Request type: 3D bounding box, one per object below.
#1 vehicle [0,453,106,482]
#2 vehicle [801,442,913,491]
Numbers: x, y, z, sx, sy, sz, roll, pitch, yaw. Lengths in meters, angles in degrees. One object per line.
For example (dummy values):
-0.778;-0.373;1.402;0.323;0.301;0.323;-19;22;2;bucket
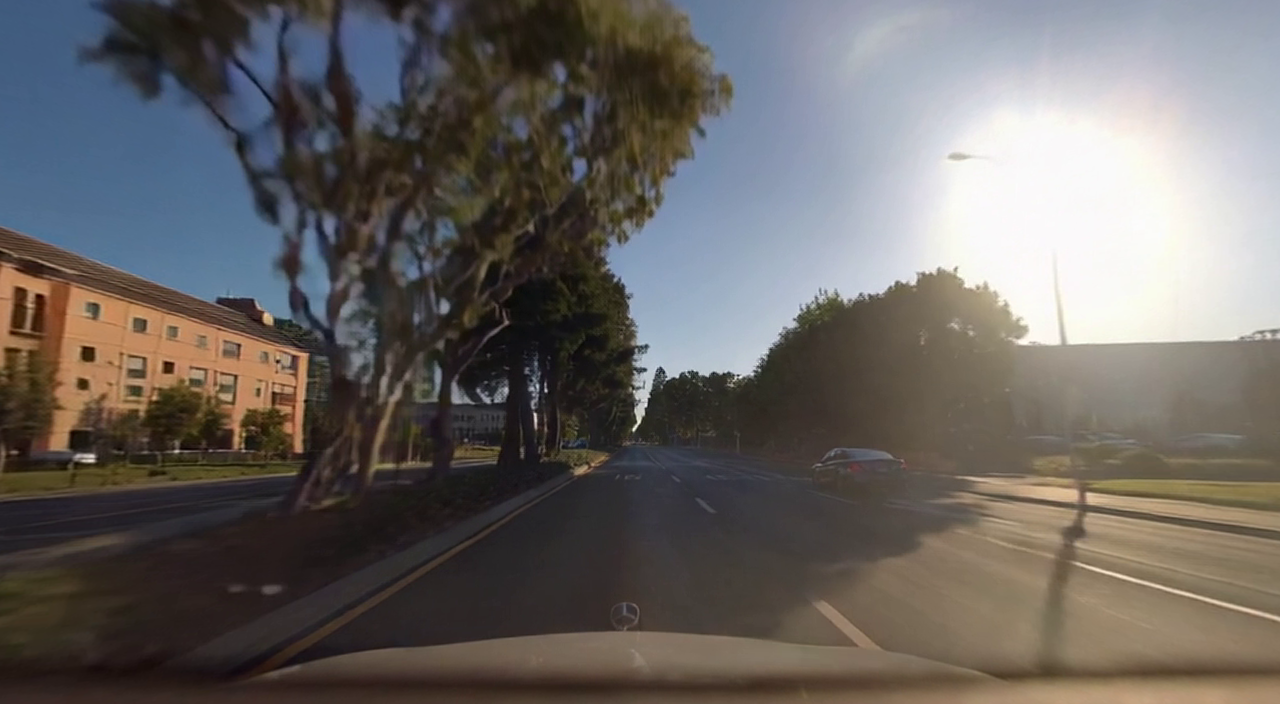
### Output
-31.849;6.218;33.991;4.210;1.442;1.867;0;-9;0;vehicle
7.026;3.749;21.001;2.054;1.421;4.487;0;-8;-1;vehicle
